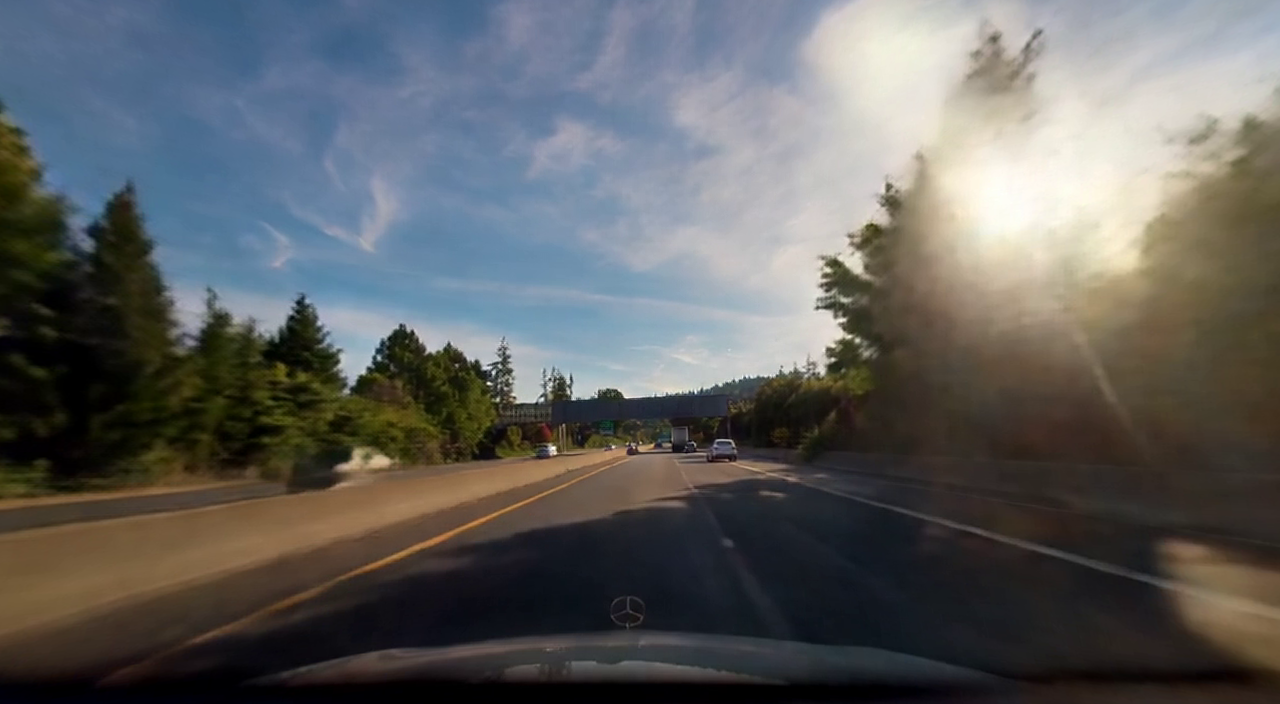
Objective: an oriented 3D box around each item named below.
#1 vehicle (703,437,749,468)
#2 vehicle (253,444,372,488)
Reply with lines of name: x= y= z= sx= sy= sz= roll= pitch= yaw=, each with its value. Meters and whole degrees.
vehicle: x=4.613 y=5.448 z=34.357 sx=1.954 sy=1.550 sz=4.140 roll=0 pitch=-8 yaw=0
vehicle: x=-11.953 y=4.158 z=23.352 sx=2.041 sy=1.469 sz=4.247 roll=0 pitch=-8 yaw=2
